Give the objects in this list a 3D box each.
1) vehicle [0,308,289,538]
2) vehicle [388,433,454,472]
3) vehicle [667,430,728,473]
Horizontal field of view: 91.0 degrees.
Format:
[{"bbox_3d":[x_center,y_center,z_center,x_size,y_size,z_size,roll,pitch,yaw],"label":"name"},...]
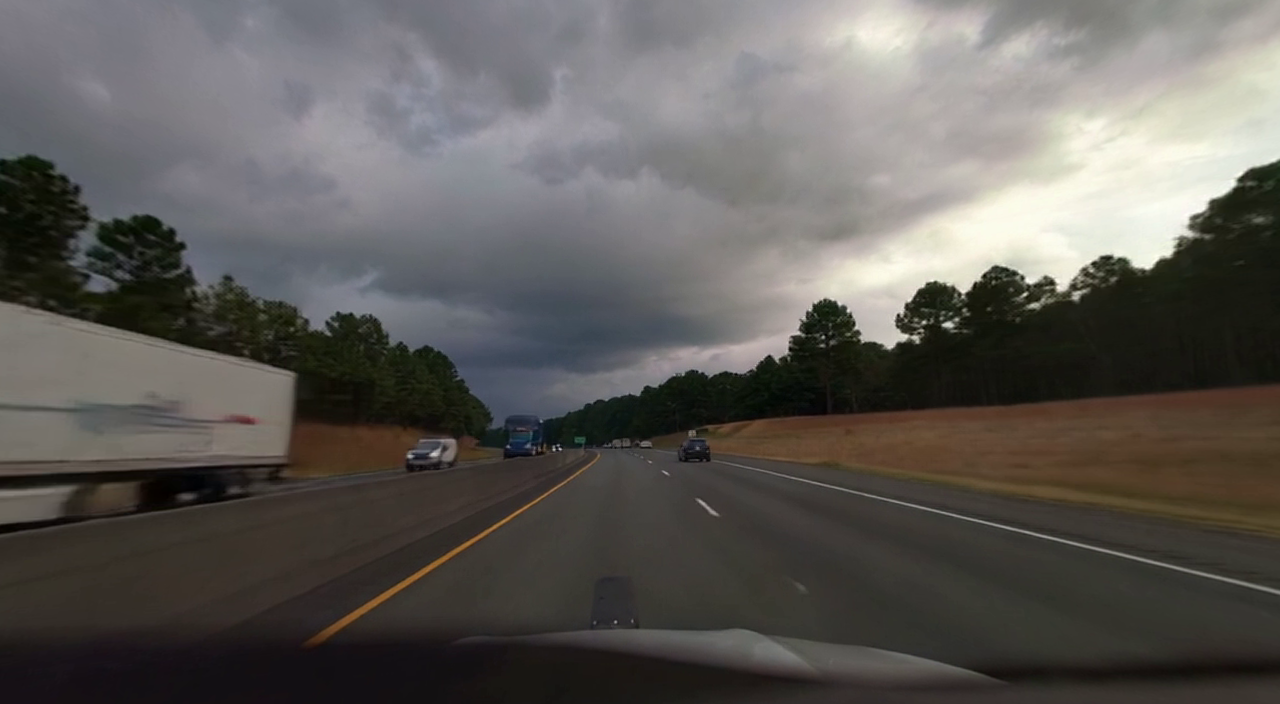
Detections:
[{"bbox_3d":[-11.994,1.651,13.727,2.762,3.746,10.715,0,-8,-2],"label":"vehicle"},{"bbox_3d":[-12.354,5.687,35.951,2.140,2.010,5.163,0,-8,-3],"label":"vehicle"},{"bbox_3d":[2.399,4.271,27.252,2.043,1.673,4.016,0,-8,-3],"label":"vehicle"}]
